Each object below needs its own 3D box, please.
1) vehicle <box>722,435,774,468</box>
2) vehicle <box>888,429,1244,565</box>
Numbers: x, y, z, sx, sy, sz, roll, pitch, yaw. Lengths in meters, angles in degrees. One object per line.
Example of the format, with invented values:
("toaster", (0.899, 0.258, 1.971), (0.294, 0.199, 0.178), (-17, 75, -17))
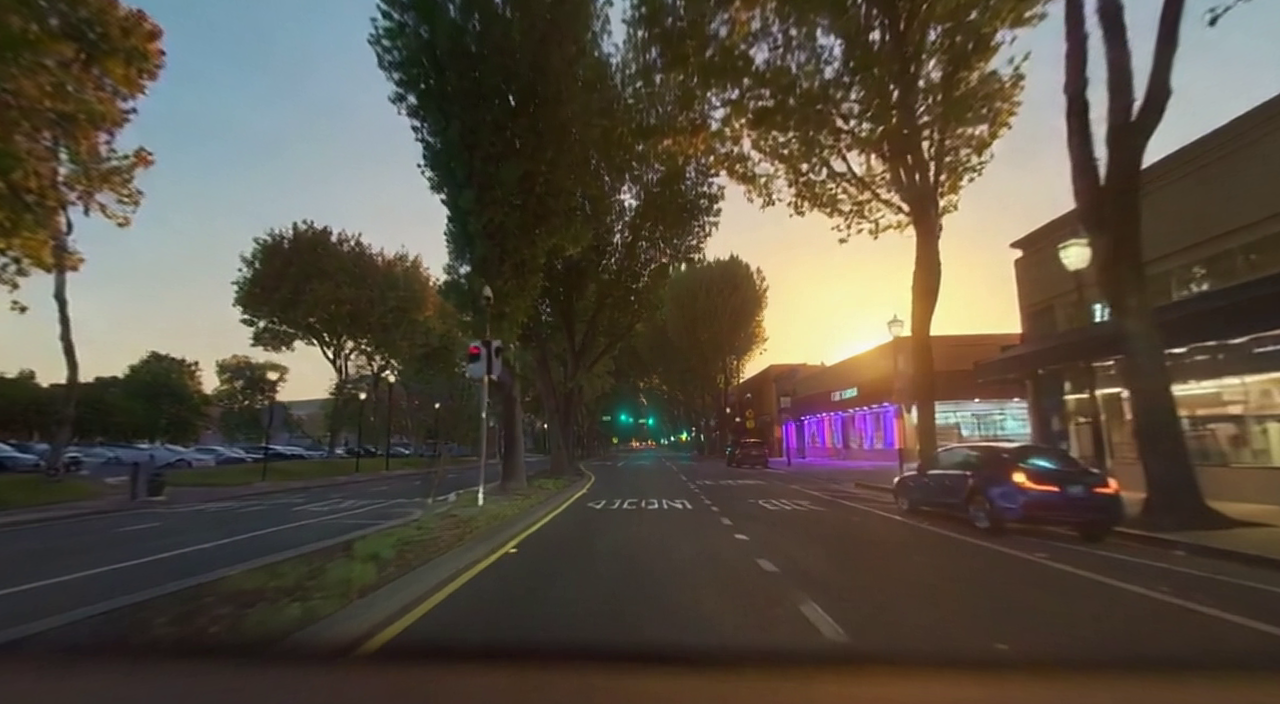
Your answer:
("vehicle", (6.540, 6.106, 38.776), (2.112, 1.894, 4.910), (1, -8, -3))
("vehicle", (5.874, 2.022, 9.764), (2.088, 1.543, 4.964), (0, -8, 1))
